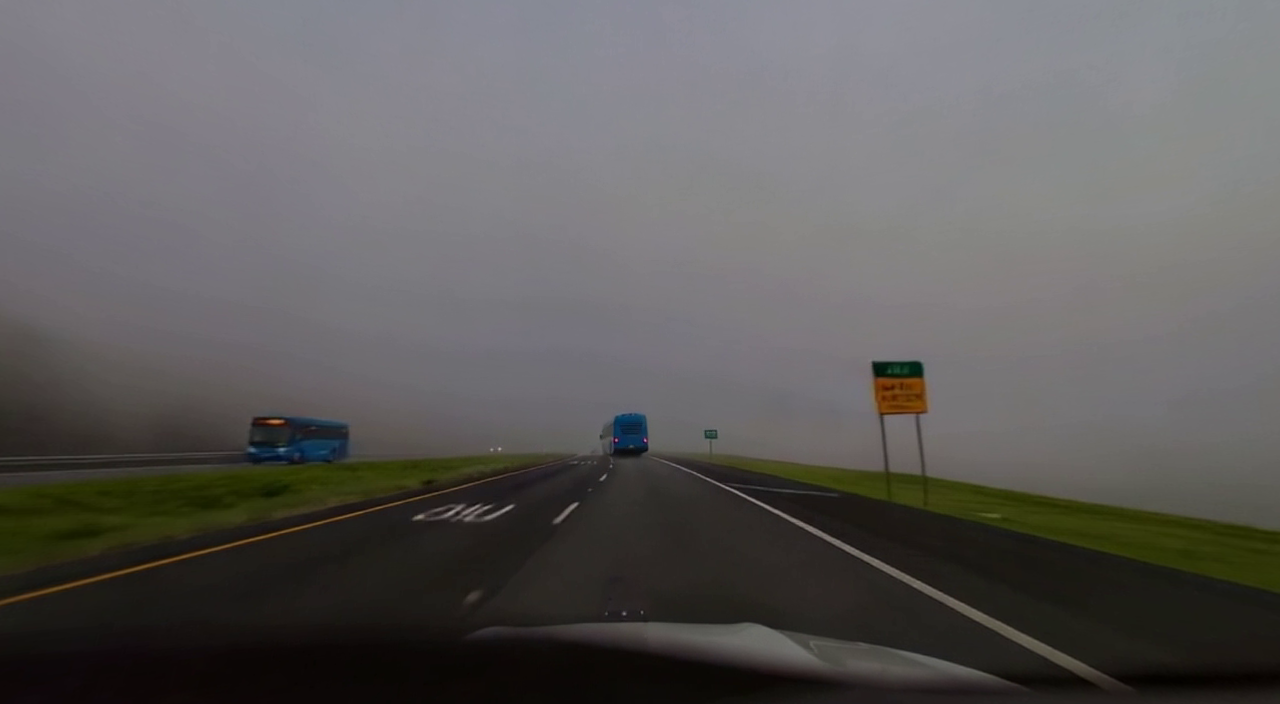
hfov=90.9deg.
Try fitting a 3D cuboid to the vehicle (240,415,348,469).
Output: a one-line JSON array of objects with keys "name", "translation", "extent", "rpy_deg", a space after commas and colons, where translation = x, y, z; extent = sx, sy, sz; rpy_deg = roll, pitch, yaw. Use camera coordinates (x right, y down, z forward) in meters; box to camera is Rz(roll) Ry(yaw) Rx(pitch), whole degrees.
[{"name": "vehicle", "translation": [-20.384, 5.413, 37.692], "extent": [2.333, 2.885, 7.543], "rpy_deg": [0, -9, -2]}]
